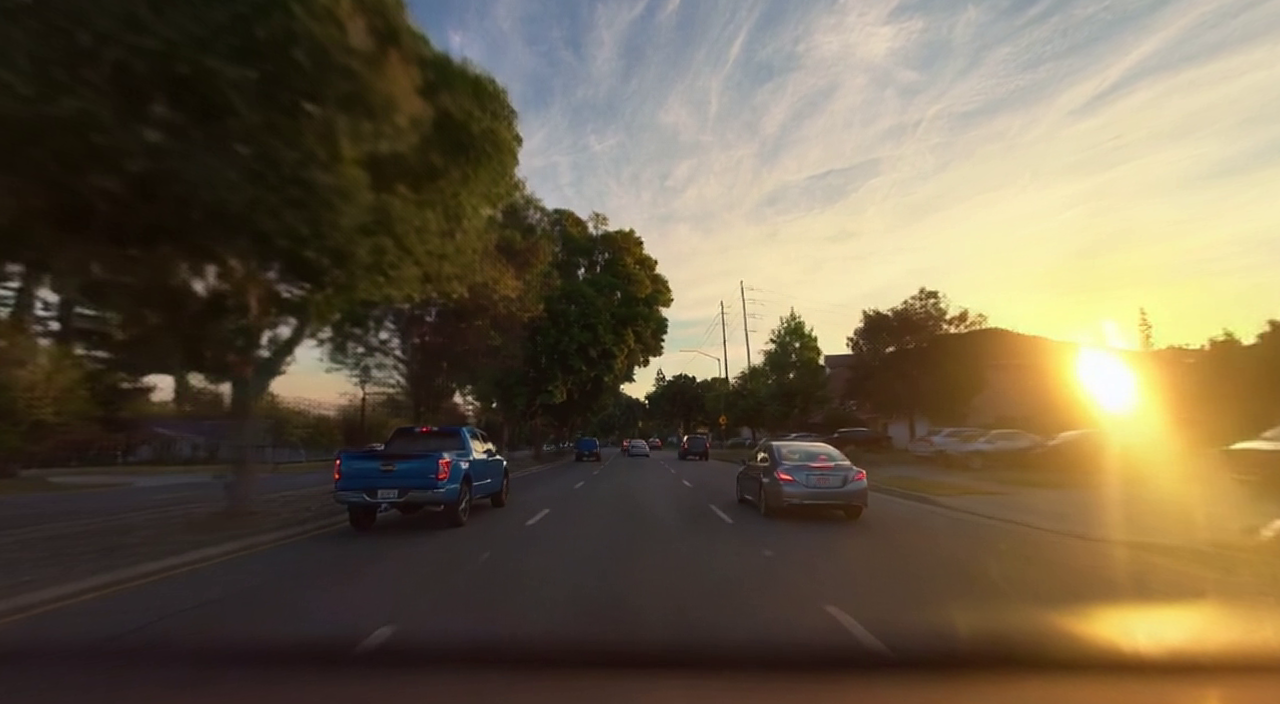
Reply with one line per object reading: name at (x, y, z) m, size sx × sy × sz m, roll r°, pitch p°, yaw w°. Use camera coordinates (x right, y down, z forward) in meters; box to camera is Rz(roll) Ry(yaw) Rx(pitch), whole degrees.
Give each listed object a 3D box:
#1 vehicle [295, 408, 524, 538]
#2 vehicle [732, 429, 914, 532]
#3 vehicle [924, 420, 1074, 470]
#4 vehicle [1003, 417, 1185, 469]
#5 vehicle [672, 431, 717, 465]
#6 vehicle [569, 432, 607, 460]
vehicle at (-3.614, 2.026, 11.269) m, size 2.111 × 1.745 × 5.274 m, roll 0°, pitch -8°, yaw 0°
vehicle at (2.945, 2.162, 11.250) m, size 1.884 × 1.463 × 4.195 m, roll 0°, pitch -8°, yaw -1°
vehicle at (13.977, 3.655, 24.825) m, size 4.647 × 1.841 × 2.009 m, roll 0°, pitch -8°, yaw -2°
vehicle at (15.245, 3.100, 21.472) m, size 4.530 × 1.661 × 2.015 m, roll -1°, pitch -8°, yaw 3°
vehicle at (3.090, 5.549, 36.649) m, size 2.099 × 1.845 × 4.363 m, roll 0°, pitch -8°, yaw -2°
vehicle at (-3.525, 6.549, 43.873) m, size 2.218 × 1.829 × 4.492 m, roll 0°, pitch -8°, yaw 0°
